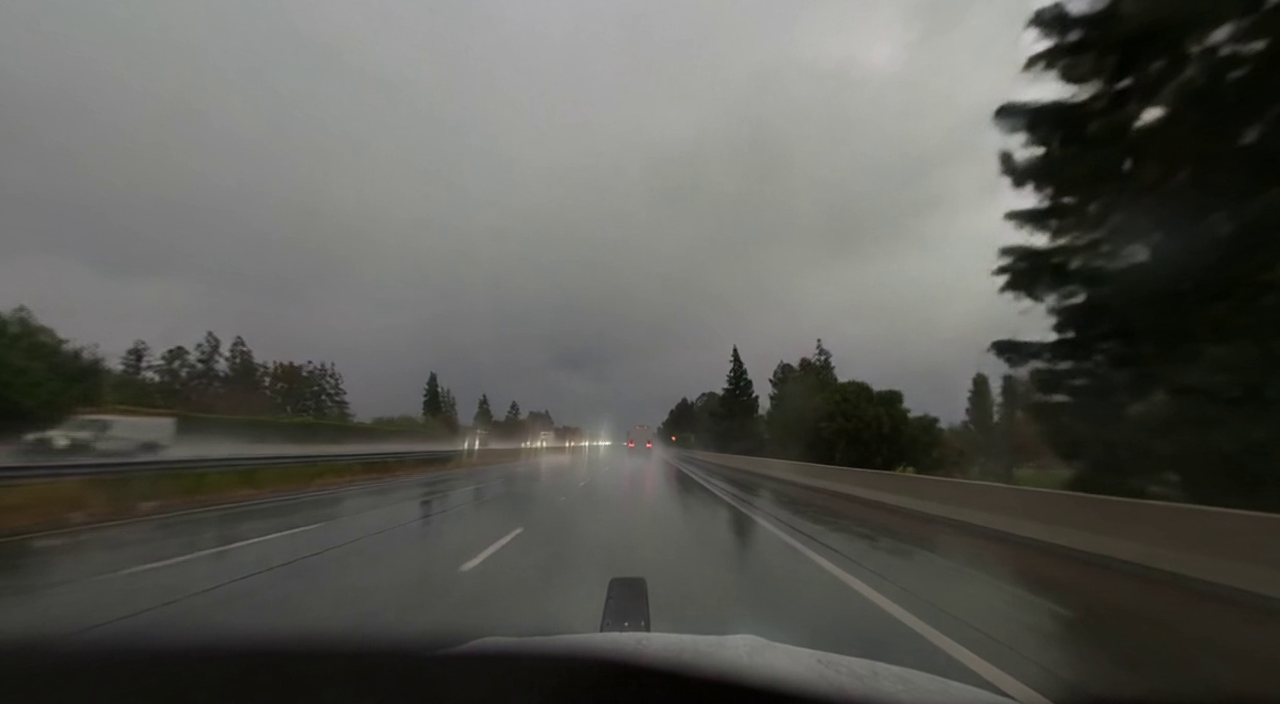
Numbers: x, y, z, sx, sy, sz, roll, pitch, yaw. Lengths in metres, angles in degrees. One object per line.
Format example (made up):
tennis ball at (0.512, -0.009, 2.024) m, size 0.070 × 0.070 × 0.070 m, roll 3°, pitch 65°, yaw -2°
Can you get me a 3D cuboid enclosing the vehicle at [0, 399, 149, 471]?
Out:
vehicle at (-23.806, 3.455, 25.957) m, size 2.245 × 2.605 × 5.833 m, roll 0°, pitch -8°, yaw 1°
